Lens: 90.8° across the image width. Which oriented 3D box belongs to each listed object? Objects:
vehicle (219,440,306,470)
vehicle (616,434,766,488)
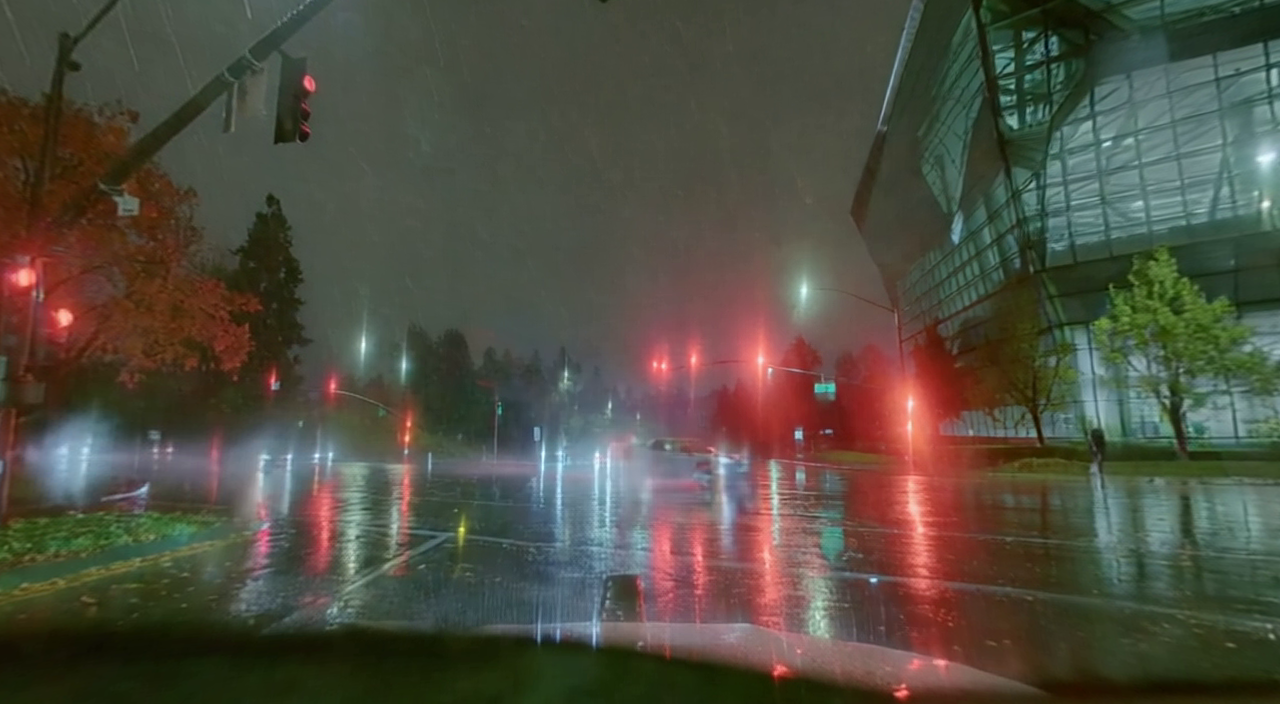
[{"bbox_3d":[-19.705,5.351,32.895,4.798,1.461,1.939,-6,-10,34],"label":"vehicle"},{"bbox_3d":[1.626,3.622,21.304,4.698,1.609,1.975,-7,-11,37],"label":"vehicle"}]
